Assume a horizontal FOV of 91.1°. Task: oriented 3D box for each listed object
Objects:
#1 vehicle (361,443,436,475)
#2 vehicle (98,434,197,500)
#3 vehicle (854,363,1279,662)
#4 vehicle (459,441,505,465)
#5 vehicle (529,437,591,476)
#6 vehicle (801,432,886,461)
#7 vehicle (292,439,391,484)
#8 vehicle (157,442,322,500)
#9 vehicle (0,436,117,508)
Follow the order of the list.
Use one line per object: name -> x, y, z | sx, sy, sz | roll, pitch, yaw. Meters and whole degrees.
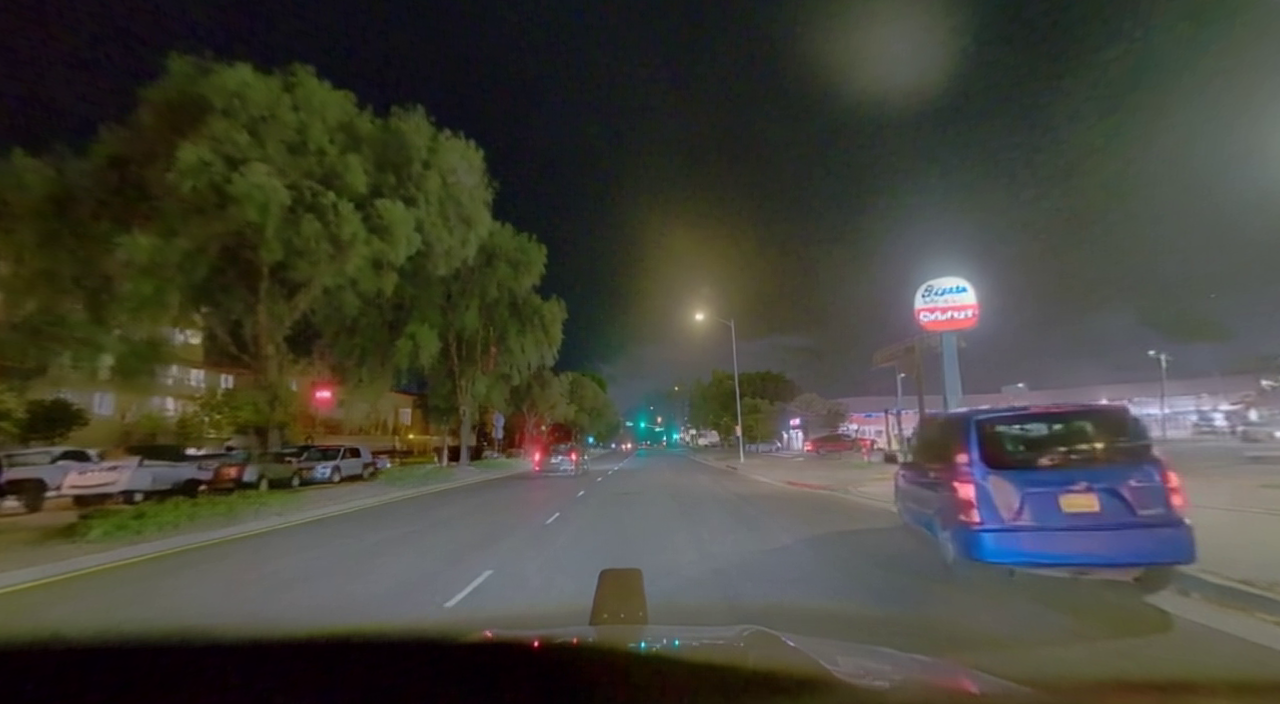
vehicle -> -11.931, 5.305, 31.363 | 1.948, 1.453, 4.431 | 0, -8, 0
vehicle -> -16.202, 3.720, 20.549 | 2.075, 1.811, 4.847 | 5, -11, -42
vehicle -> 3.523, 1.308, 6.215 | 2.293, 1.779, 4.457 | -2, -9, 15
vehicle -> -11.625, 7.476, 46.552 | 2.024, 1.656, 4.837 | -1, -8, 2
vehicle -> -3.278, 4.405, 26.645 | 1.966, 1.481, 4.385 | 0, -8, 1
vehicle -> 11.201, 5.234, 34.737 | 3.935, 1.518, 1.985 | 0, -8, -2
vehicle -> -11.789, 4.320, 25.114 | 1.852, 1.621, 4.166 | 0, -8, 1
vehicle -> -11.659, 3.446, 18.716 | 1.959, 1.488, 4.390 | 0, -8, 1
vehicle -> -15.740, 2.893, 15.336 | 2.058, 1.618, 4.956 | 1, -8, -7
